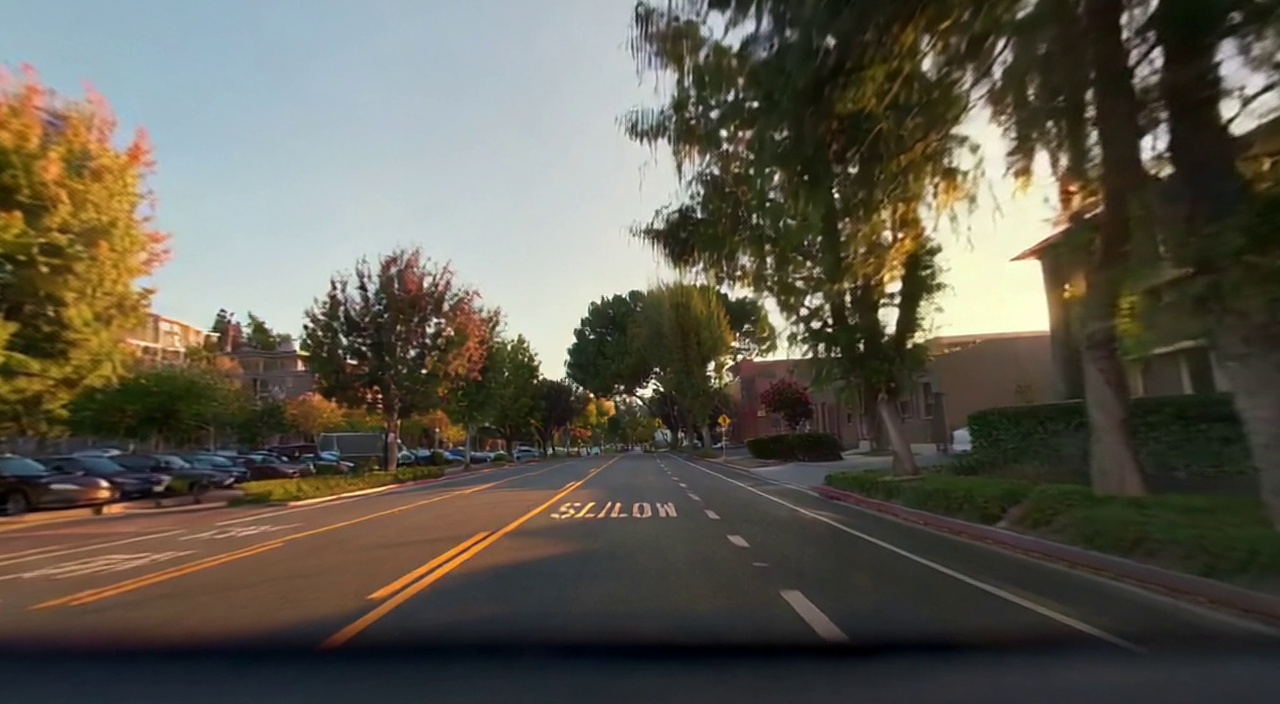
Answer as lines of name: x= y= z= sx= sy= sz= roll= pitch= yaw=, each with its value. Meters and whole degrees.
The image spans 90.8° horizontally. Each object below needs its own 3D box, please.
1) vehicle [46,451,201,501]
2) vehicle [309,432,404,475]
vehicle: x=-19.272 y=4.569 z=23.630 sx=4.752 sy=1.690 sz=1.990 roll=-2 pitch=-9 yaw=16
vehicle: x=-19.455 y=6.923 z=43.295 sx=5.971 sy=2.749 sz=2.293 roll=-3 pitch=-9 yaw=22
